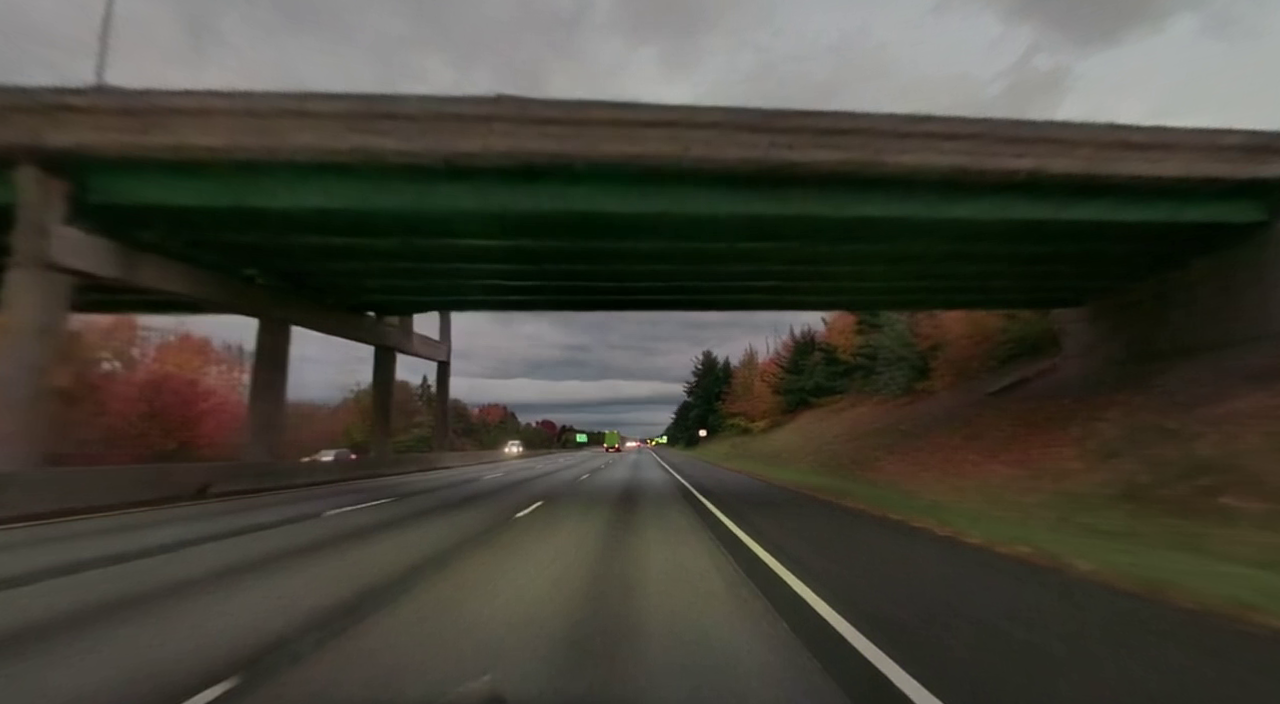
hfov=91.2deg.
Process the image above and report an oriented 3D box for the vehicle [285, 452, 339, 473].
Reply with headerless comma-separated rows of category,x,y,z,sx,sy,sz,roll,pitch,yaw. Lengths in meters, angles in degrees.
vehicle,-25.509,8.573,48.938,1.794,1.521,4.571,0,-8,-1
